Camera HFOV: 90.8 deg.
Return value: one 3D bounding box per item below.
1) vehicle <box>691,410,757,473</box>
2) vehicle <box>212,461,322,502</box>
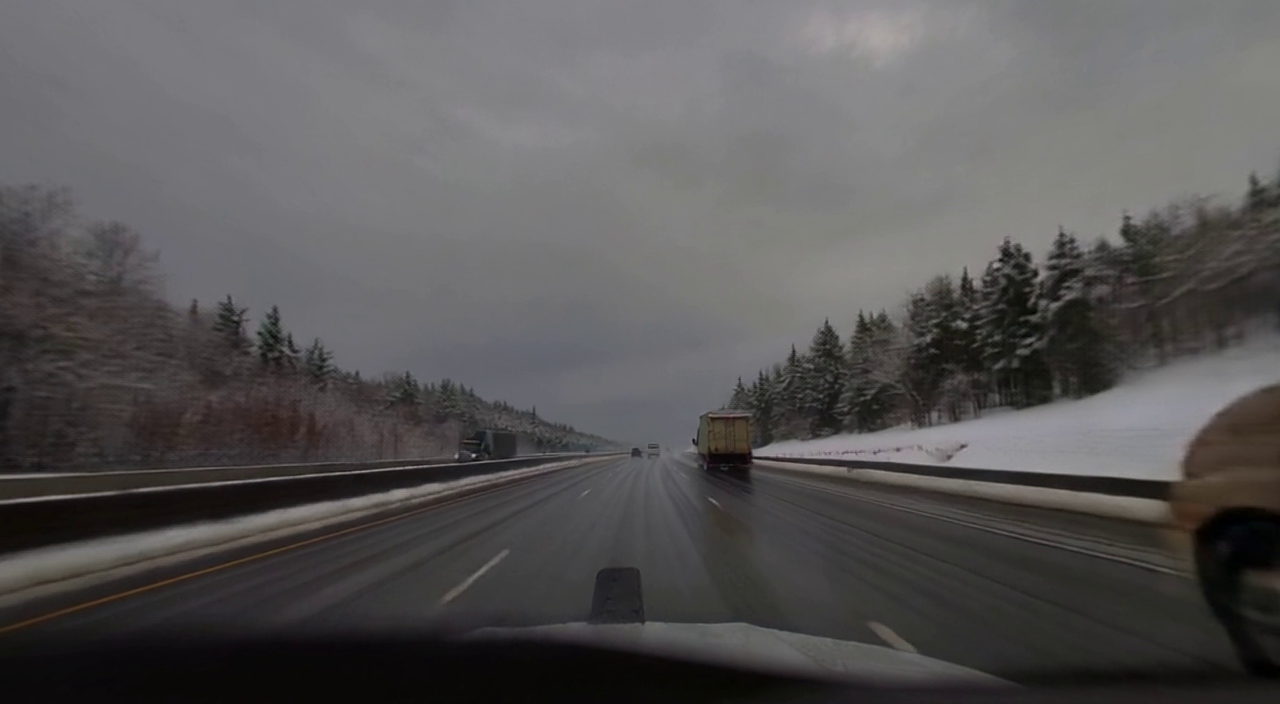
[{"bbox_3d":[4.786,5.368,37.431,2.771,3.313,8.121,0,-9,0],"label":"vehicle"},{"bbox_3d":[-15.119,5.248,25.895,1.792,1.467,4.397,0,-9,0],"label":"vehicle"}]
